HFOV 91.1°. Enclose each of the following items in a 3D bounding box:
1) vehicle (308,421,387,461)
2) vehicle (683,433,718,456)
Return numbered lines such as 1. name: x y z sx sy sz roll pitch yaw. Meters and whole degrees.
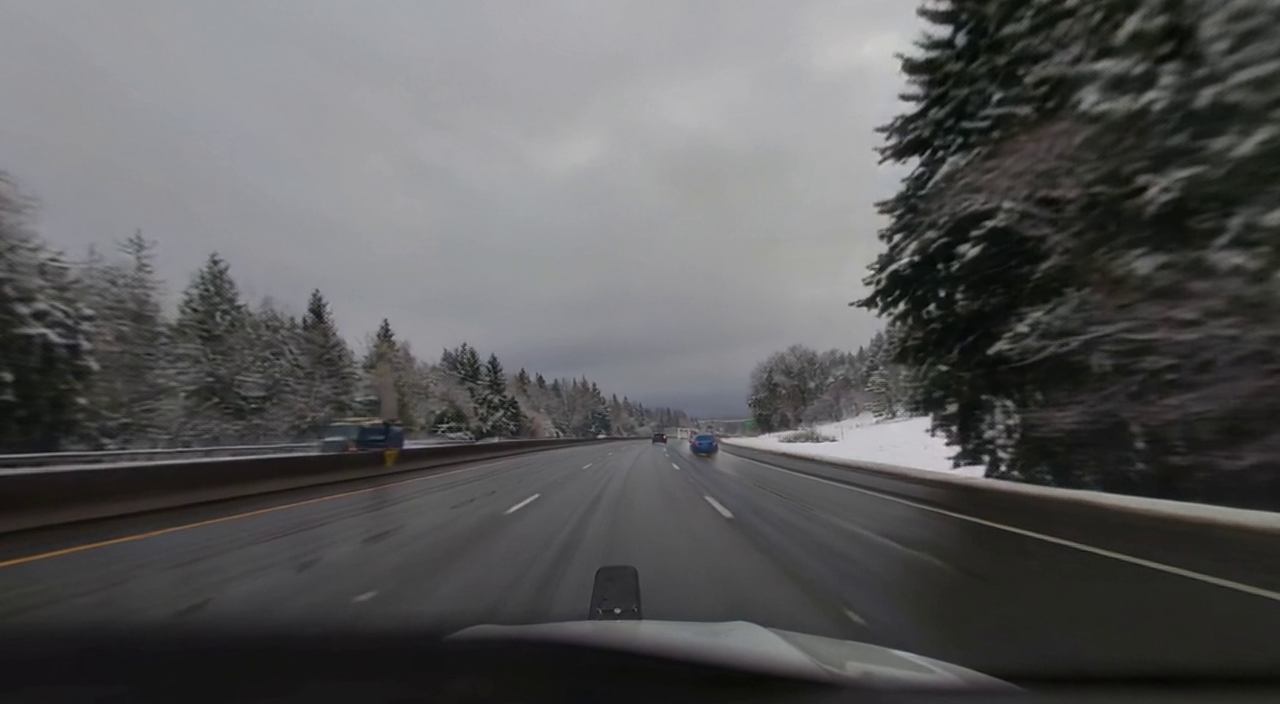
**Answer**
1. vehicle: -19.967 6.108 43.292 2.376 2.574 5.921 0 -8 2
2. vehicle: 4.067 6.339 43.167 1.982 1.452 4.294 0 -8 0
